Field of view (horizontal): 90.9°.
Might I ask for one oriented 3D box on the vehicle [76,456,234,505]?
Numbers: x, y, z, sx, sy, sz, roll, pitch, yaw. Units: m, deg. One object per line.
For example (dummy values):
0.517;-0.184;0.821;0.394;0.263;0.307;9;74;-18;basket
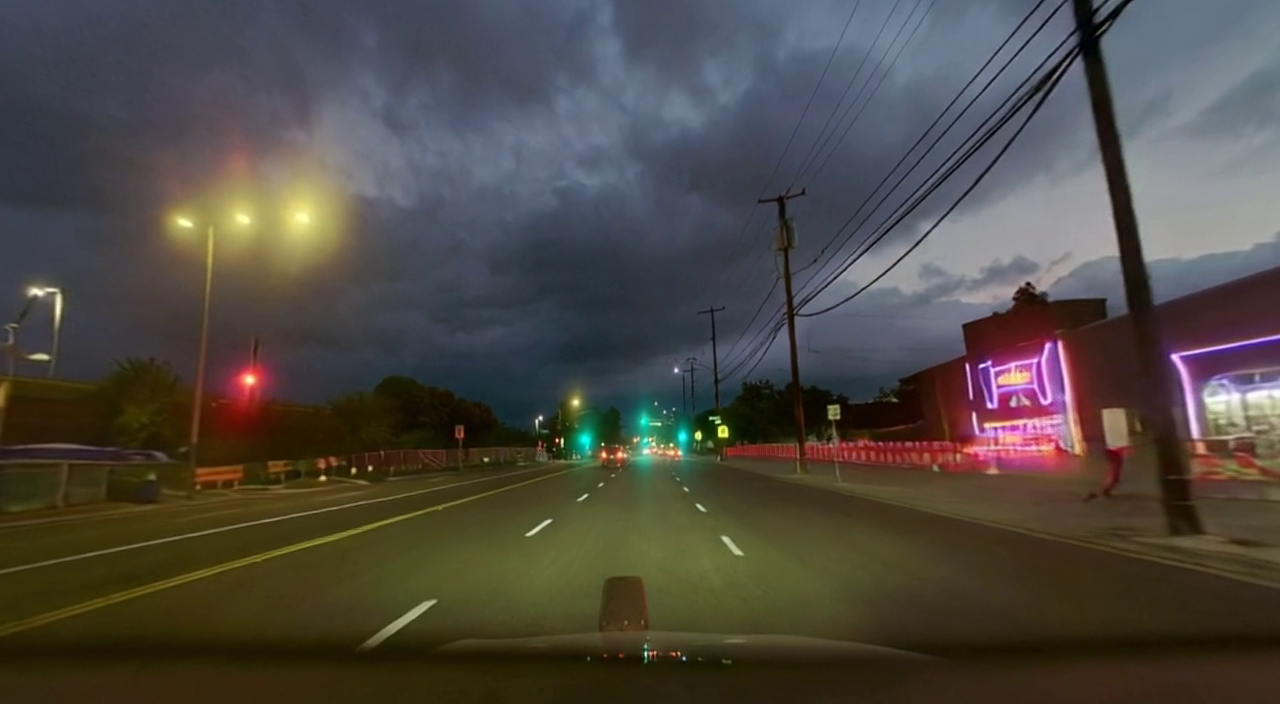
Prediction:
-17.253;4.552;22.806;1.995;1.460;4.802;0;-8;-1;vehicle
